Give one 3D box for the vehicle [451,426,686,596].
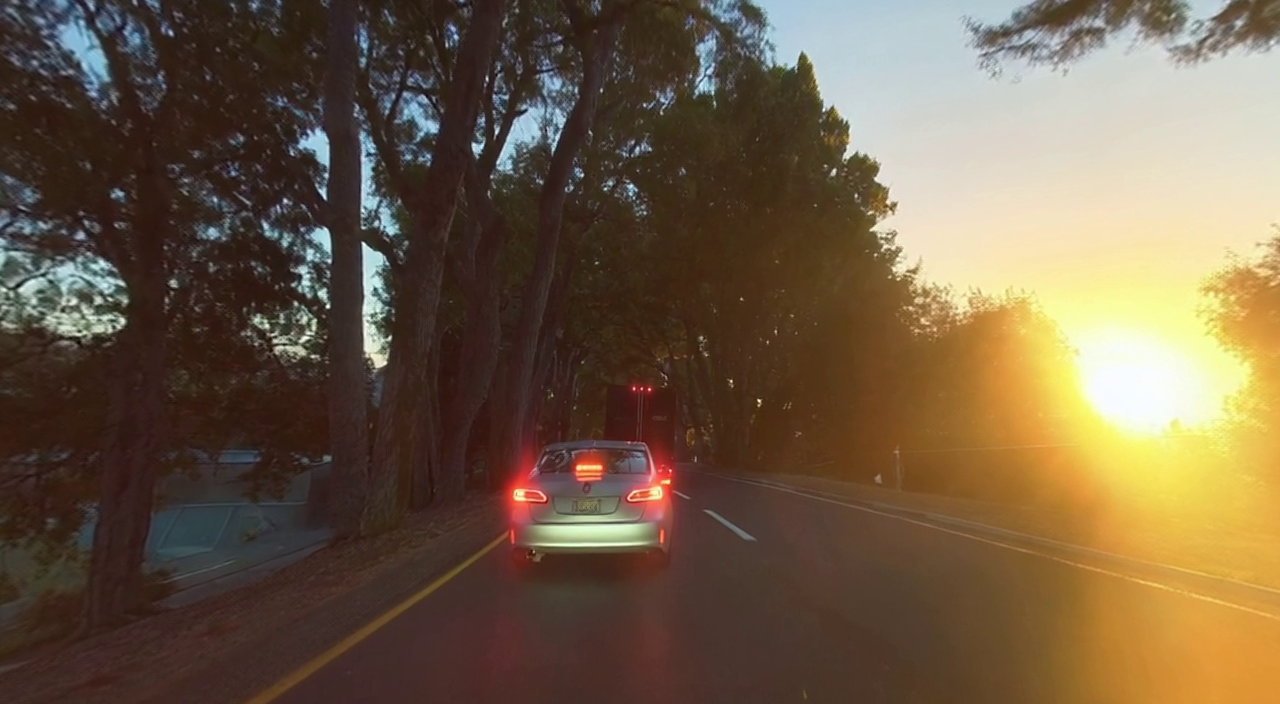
[{"bbox_3d":[-0.619,1.718,7.675,2.076,1.490,4.078,0,-9,0],"label":"vehicle"}]
